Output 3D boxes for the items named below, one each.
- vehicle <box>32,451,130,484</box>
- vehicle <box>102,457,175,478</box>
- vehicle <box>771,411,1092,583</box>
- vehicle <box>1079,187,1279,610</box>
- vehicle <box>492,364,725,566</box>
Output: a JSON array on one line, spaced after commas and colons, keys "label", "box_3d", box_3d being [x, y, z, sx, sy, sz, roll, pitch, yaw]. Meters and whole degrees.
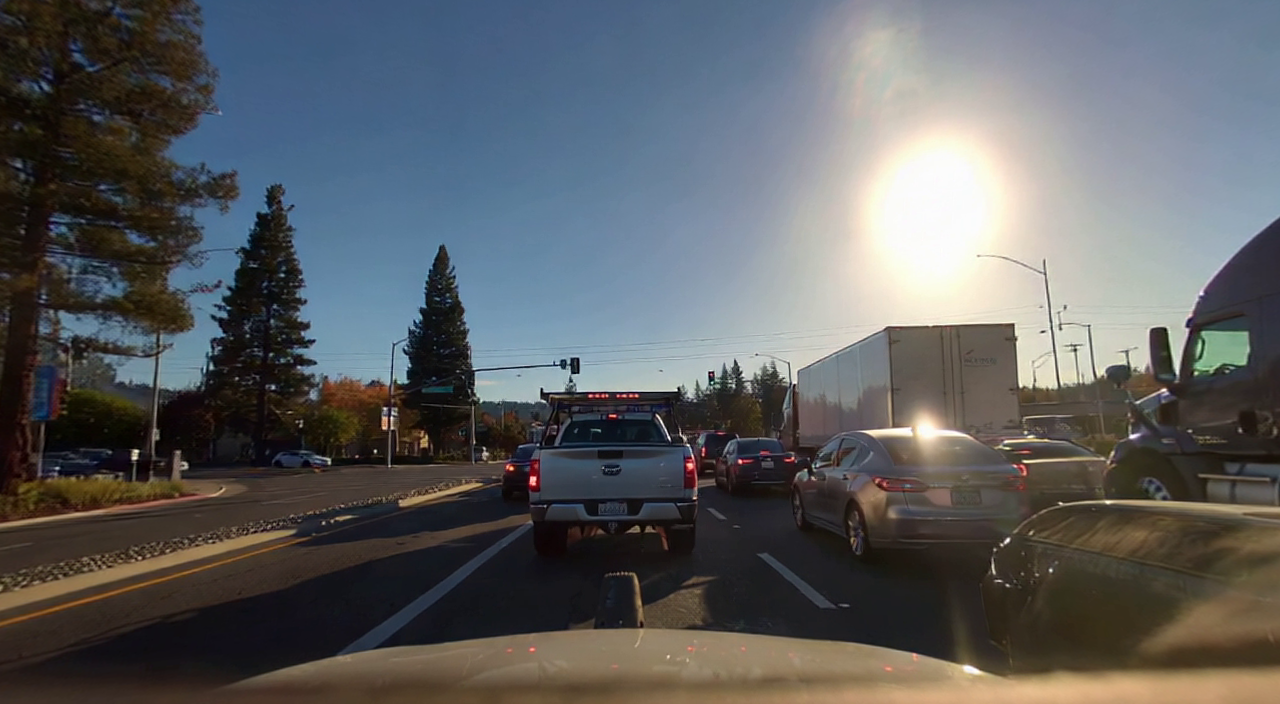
[{"label": "vehicle", "box_3d": [-28.553, 5.894, 32.442, 1.730, 1.534, 3.922, 1, -9, -8]}, {"label": "vehicle", "box_3d": [-38.188, 8.793, 48.126, 4.150, 1.474, 1.826, -1, -9, 6]}, {"label": "vehicle", "box_3d": [3.230, 1.729, 8.431, 1.905, 1.587, 4.998, 0, -9, 0]}, {"label": "vehicle", "box_3d": [6.517, 0.114, 3.378, 2.802, 3.322, 7.429, 0, -9, -1]}, {"label": "vehicle", "box_3d": [-0.360, 1.598, 9.464, 2.499, 2.183, 5.111, 0, -9, 0]}]
